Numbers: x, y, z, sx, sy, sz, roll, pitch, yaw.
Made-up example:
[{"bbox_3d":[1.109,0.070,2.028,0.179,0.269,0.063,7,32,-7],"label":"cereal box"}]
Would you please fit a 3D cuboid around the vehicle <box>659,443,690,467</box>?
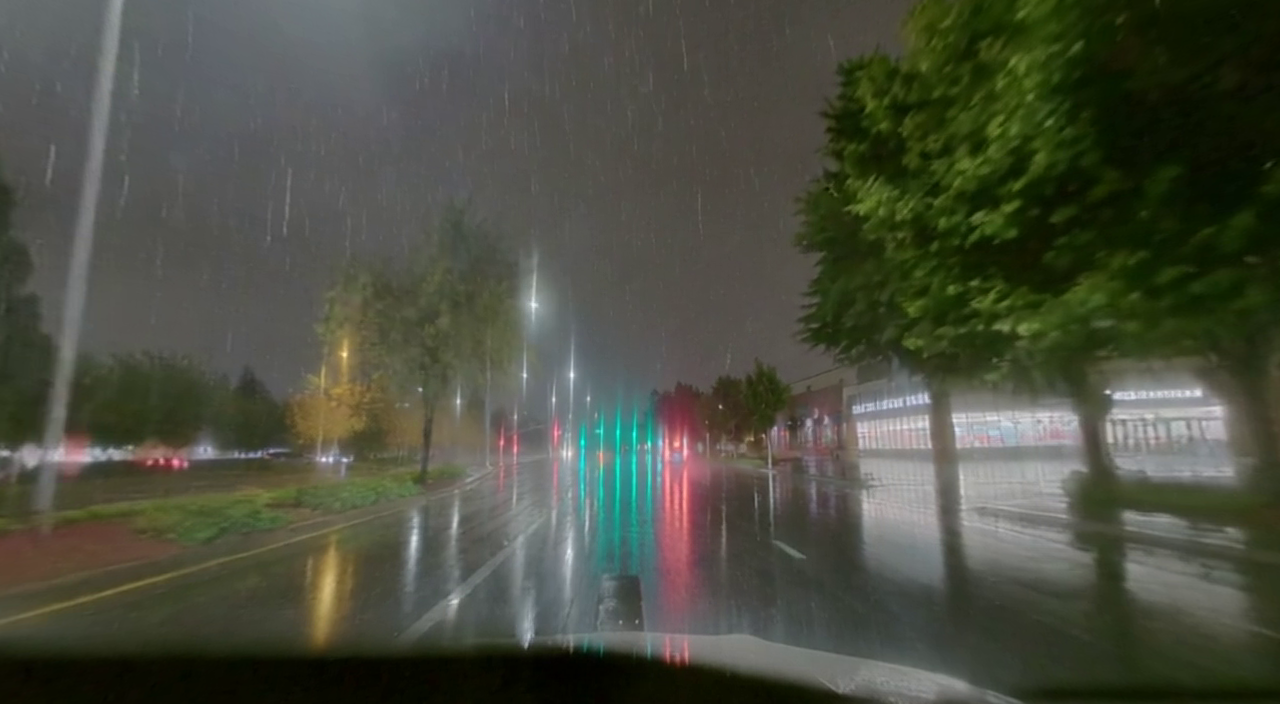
[{"bbox_3d":[2.568,7.813,47.763,2.020,1.681,4.248,0,-9,-2],"label":"vehicle"}]
